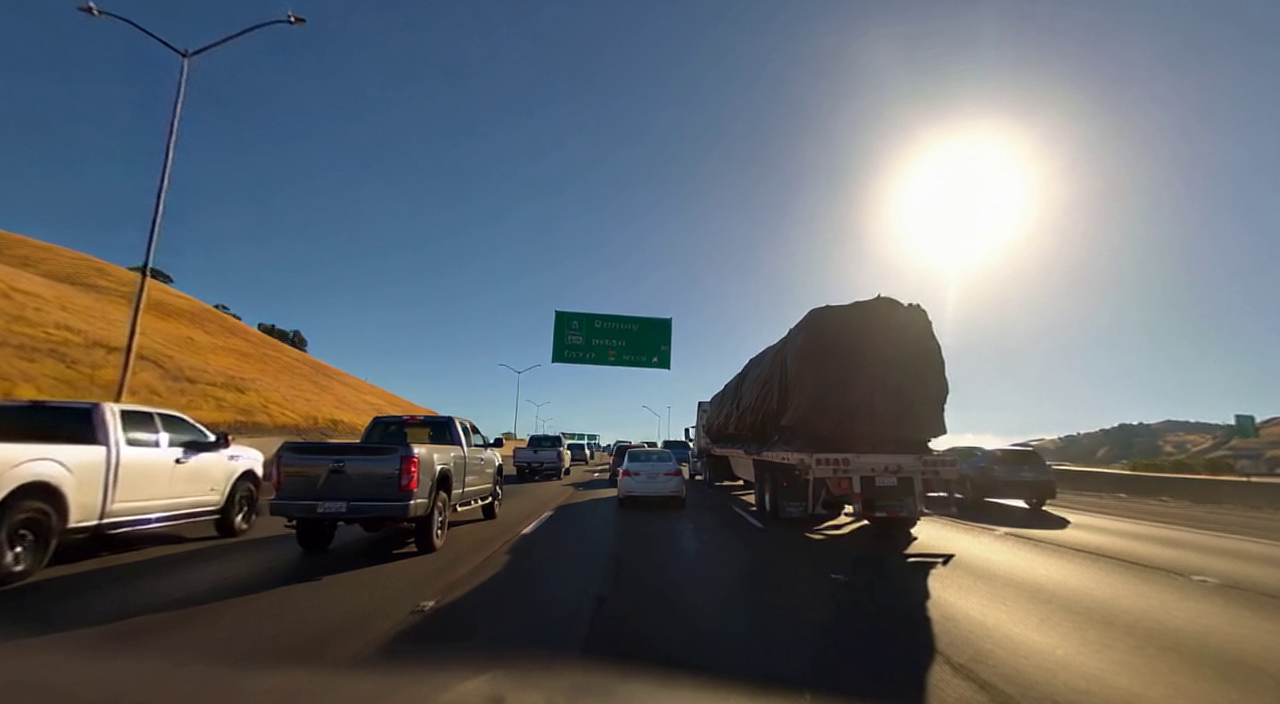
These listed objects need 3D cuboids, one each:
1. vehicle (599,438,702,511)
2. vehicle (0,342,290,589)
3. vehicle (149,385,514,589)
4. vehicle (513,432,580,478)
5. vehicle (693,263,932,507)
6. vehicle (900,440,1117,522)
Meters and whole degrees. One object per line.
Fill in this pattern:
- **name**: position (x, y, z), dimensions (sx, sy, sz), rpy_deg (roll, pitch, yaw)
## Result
- **vehicle**: position (0.159, 2.797, 14.928), dimensions (2.105, 1.471, 3.978), rpy_deg (0, -8, -2)
- **vehicle**: position (-7.607, 1.248, 7.173), dimensions (3.150, 2.303, 7.133), rpy_deg (0, -8, 0)
- **vehicle**: position (-3.427, 1.647, 8.668), dimensions (2.318, 1.902, 5.374), rpy_deg (0, -8, 0)
- **vehicle**: position (-3.973, 4.491, 27.791), dimensions (2.348, 1.821, 5.061), rpy_deg (0, -8, -2)
- **vehicle**: position (3.293, 1.297, 15.944), dimensions (2.759, 4.098, 10.906), rpy_deg (0, -8, -1)
- **vehicle**: position (7.726, 2.705, 13.856), dimensions (2.092, 1.495, 4.194), rpy_deg (0, -8, -3)
